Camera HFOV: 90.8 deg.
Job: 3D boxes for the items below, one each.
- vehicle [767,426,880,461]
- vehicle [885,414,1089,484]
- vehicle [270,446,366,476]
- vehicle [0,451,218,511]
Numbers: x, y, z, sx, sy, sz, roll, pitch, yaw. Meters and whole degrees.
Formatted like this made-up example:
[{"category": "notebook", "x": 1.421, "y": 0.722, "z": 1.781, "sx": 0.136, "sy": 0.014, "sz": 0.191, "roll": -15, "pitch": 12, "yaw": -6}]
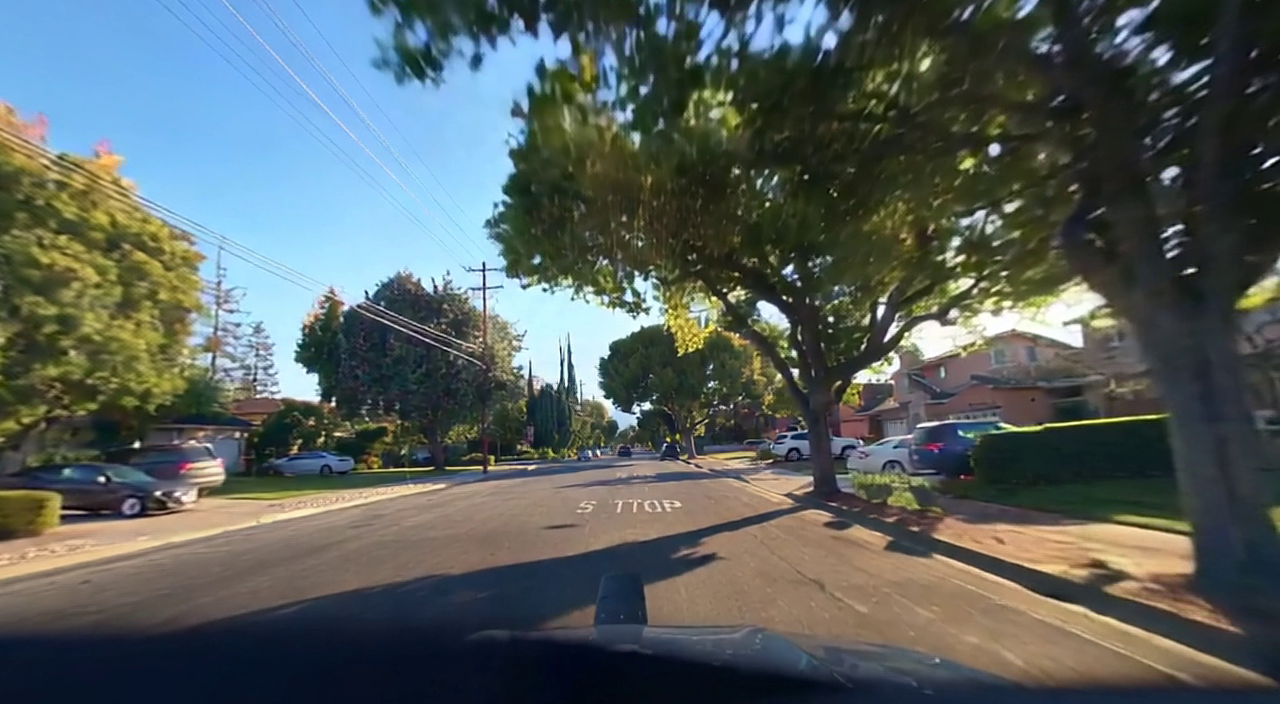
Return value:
[{"category": "vehicle", "x": 10.953, "y": 5.509, "z": 38.097, "sx": 5.968, "sy": 1.963, "sz": 2.573, "roll": 1, "pitch": -8, "yaw": -4}, {"category": "vehicle", "x": 9.642, "y": 2.723, "z": 17.930, "sx": 4.465, "sy": 1.727, "sz": 2.127, "roll": -2, "pitch": -8, "yaw": 2}, {"category": "vehicle", "x": -18.047, "y": 6.115, "z": 35.521, "sx": 4.304, "sy": 1.643, "sz": 1.969, "roll": 0, "pitch": -9, "yaw": 1}, {"category": "vehicle", "x": -13.396, "y": 3.241, "z": 16.120, "sx": 3.877, "sy": 1.411, "sz": 1.869, "roll": 0, "pitch": -9, "yaw": -2}]
